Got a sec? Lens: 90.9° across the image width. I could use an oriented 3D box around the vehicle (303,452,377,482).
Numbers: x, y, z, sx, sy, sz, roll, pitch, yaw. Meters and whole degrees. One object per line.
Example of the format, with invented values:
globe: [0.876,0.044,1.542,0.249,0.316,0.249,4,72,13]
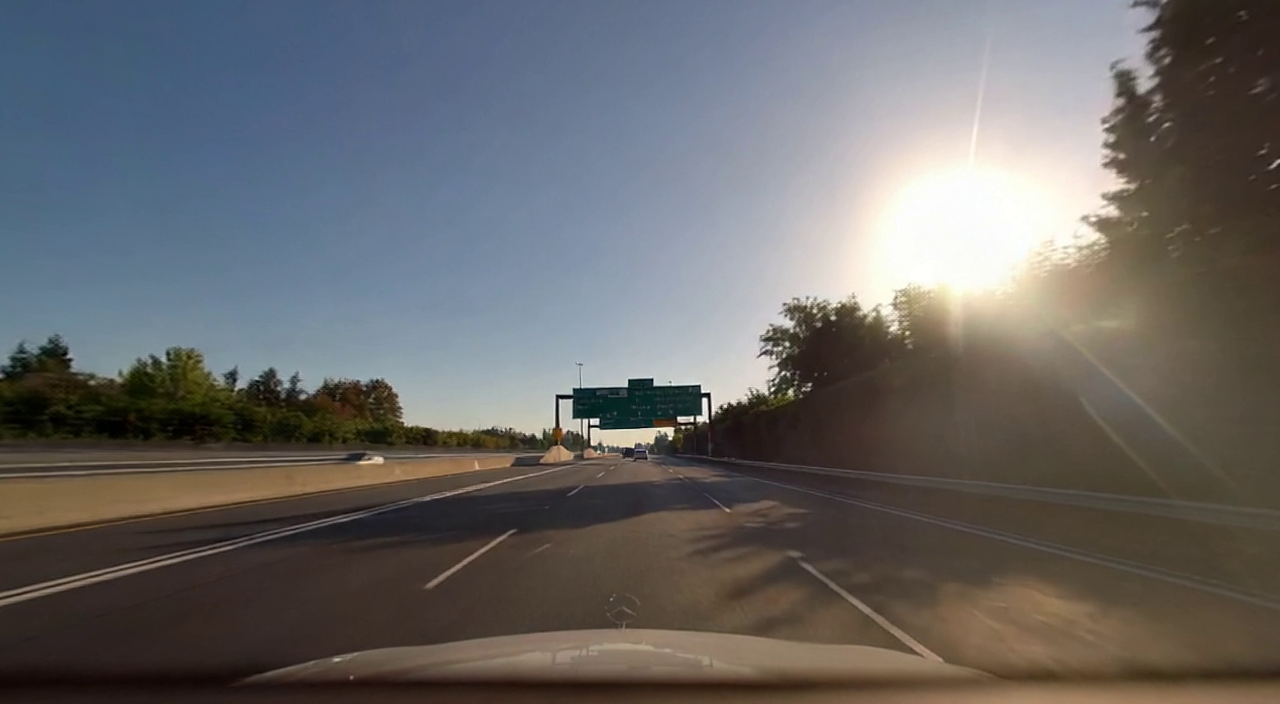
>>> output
vehicle: [-16.759,6.428,35.471,1.889,1.542,4.553,0,-9,0]
